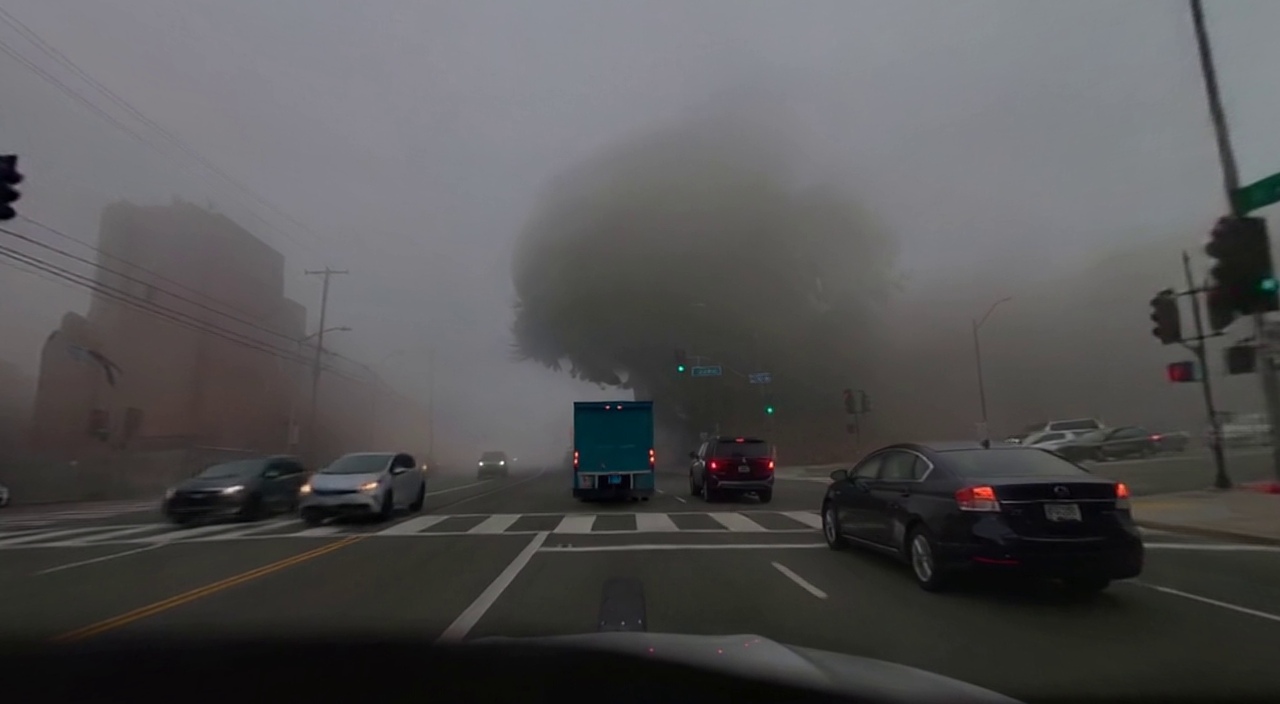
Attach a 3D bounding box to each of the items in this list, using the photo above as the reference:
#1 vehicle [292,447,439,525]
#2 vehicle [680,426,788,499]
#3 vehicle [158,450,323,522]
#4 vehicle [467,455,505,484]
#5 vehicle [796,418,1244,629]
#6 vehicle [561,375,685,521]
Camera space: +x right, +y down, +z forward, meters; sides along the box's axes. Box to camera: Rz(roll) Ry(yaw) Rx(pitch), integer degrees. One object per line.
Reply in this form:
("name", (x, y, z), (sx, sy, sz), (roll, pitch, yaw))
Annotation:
("vehicle", (-6.221, 3.030, 14.802), (1.878, 1.540, 3.939), (0, -9, -4))
("vehicle", (2.721, 3.411, 19.808), (2.157, 1.944, 5.423), (0, -9, -5))
("vehicle", (-10.603, 3.536, 17.136), (1.959, 1.636, 4.159), (0, -9, -4))
("vehicle", (-9.199, 7.004, 37.765), (1.810, 1.546, 3.981), (1, -9, -8))
("vehicle", (3.377, 1.604, 6.977), (1.978, 1.507, 4.636), (0, -9, -1))
("vehicle", (-0.650, 2.396, 15.944), (2.517, 2.926, 6.177), (0, -9, -6))
